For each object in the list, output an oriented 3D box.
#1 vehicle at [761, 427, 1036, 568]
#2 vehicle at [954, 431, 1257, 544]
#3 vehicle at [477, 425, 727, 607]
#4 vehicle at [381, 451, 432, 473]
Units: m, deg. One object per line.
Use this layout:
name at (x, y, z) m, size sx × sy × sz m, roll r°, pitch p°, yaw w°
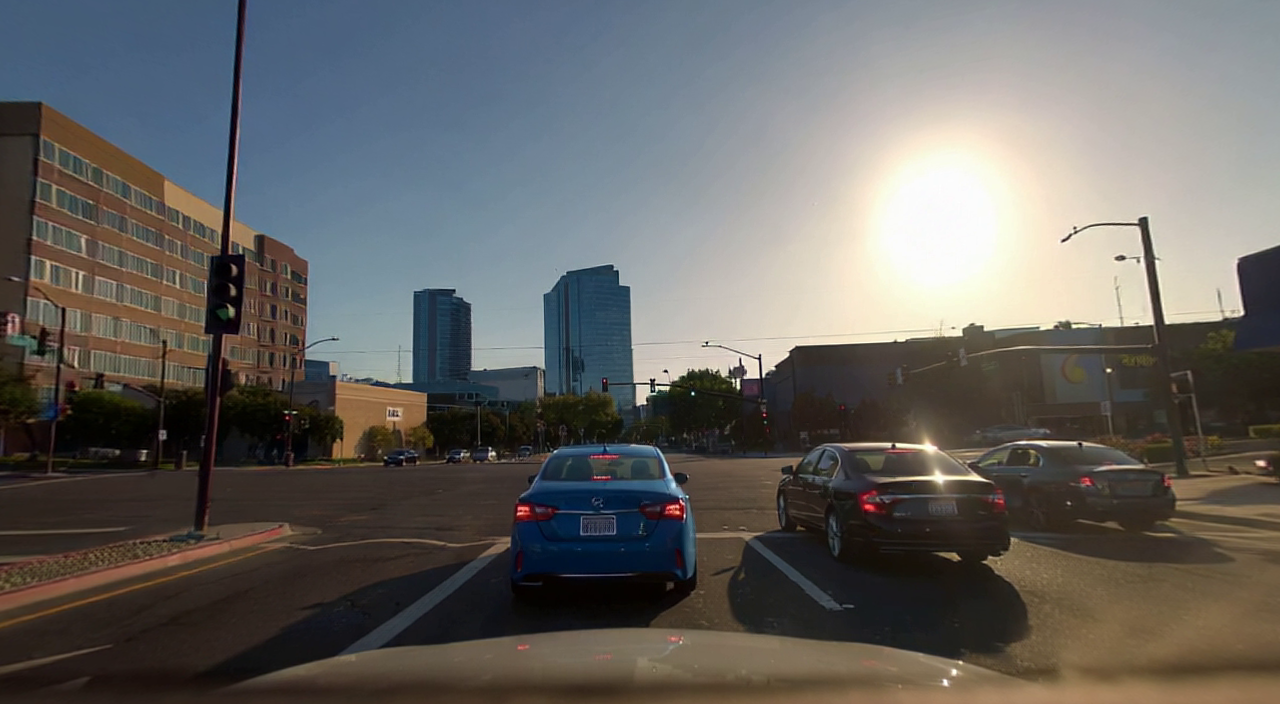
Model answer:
vehicle at (3.221, 1.889, 8.973) m, size 2.042 × 1.508 × 4.109 m, roll 0°, pitch -8°, yaw -2°
vehicle at (7.451, 2.166, 10.788) m, size 1.908 × 1.517 × 4.182 m, roll 0°, pitch -8°, yaw -1°
vehicle at (-0.362, 1.655, 7.292) m, size 2.059 × 1.477 × 3.988 m, roll 0°, pitch -8°, yaw -1°
vehicle at (-17.038, 8.027, 46.307) m, size 2.048 × 1.463 × 4.530 m, roll 0°, pitch -8°, yaw -1°
